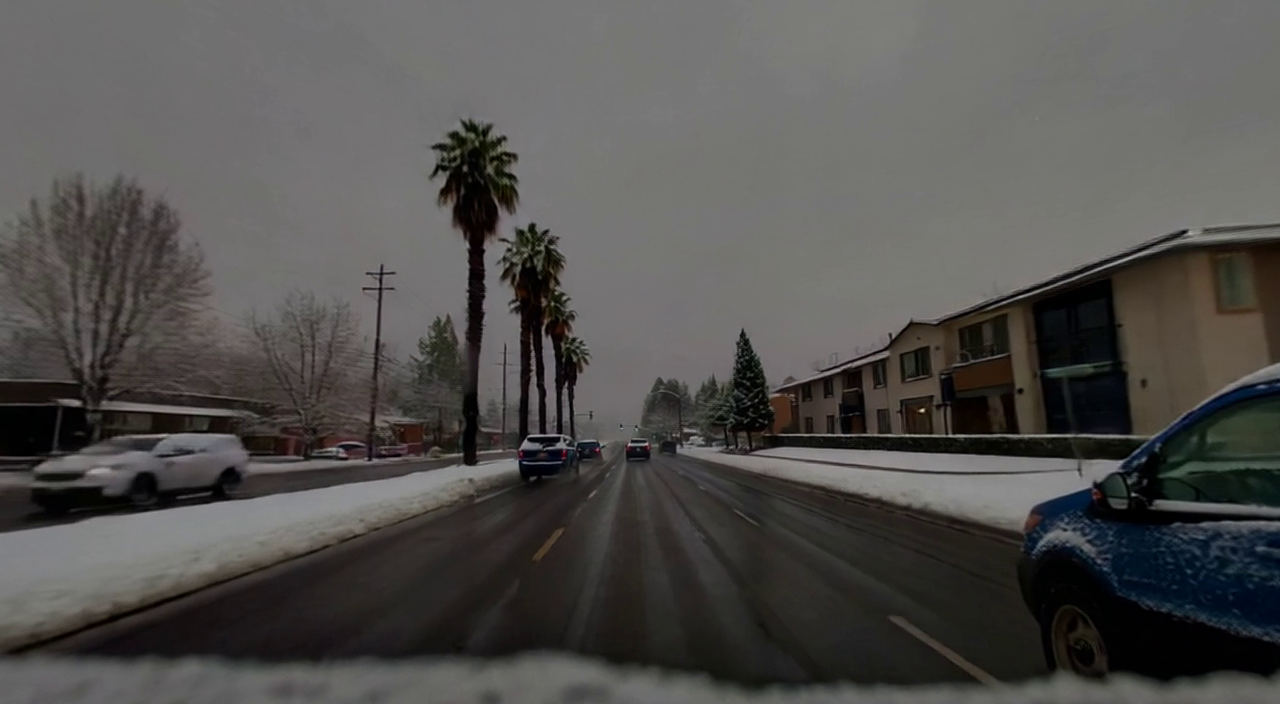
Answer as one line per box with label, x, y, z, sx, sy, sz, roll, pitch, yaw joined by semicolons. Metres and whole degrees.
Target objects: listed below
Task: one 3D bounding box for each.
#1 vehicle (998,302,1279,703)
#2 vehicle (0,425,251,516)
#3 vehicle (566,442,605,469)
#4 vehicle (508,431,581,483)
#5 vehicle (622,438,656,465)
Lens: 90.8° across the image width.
vehicle;3.744;0.689;2.100;2.234;1.912;4.847;0;-9;0
vehicle;-11.787;2.682;14.848;2.242;1.770;4.782;0;-9;0
vehicle;-2.982;5.771;35.409;1.869;1.454;4.142;0;-9;-1
vehicle;-3.370;3.806;23.080;1.967;1.703;4.157;0;-9;0
vehicle;-0.119;6.948;44.315;2.191;1.761;3.857;0;-9;-2
